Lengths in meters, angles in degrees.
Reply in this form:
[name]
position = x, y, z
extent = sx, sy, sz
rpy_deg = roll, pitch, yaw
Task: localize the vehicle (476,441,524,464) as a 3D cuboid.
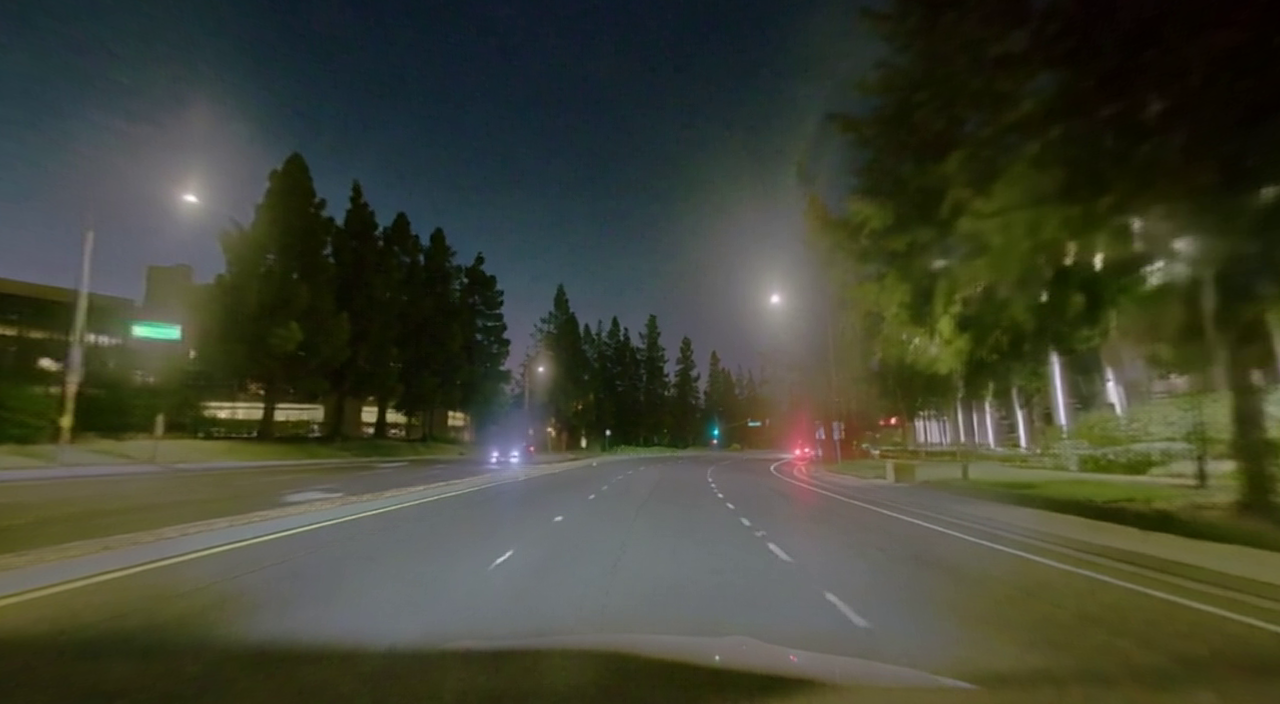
[vehicle]
position = -10.924, 7.881, 49.508
extent = 2.080, 1.695, 4.454
rpy_deg = -1, -9, 10
